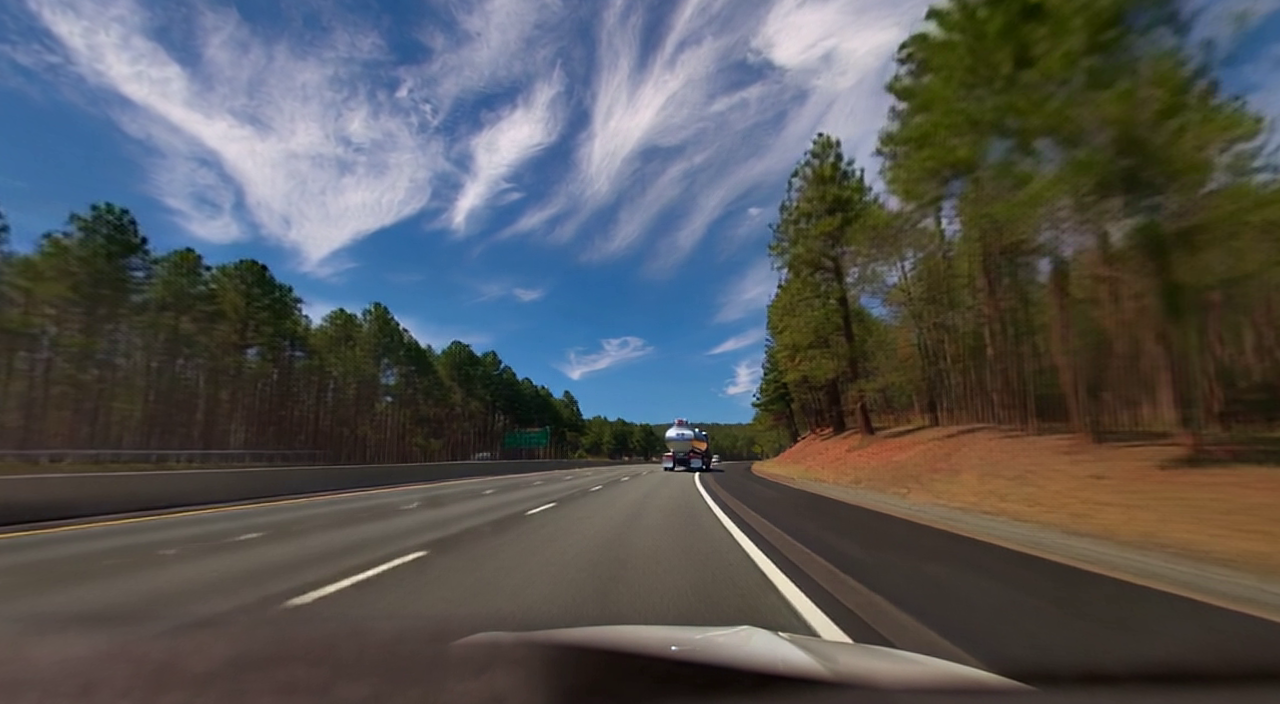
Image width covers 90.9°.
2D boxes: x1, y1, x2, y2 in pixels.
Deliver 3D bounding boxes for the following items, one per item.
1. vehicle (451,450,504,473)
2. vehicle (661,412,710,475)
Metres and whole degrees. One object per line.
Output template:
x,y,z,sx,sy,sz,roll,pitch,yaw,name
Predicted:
-11.299,7.625,44.236,2.035,1.503,4.579,-1,-8,8,vehicle
3.403,6.433,44.351,2.907,3.747,13.318,0,-8,6,vehicle
